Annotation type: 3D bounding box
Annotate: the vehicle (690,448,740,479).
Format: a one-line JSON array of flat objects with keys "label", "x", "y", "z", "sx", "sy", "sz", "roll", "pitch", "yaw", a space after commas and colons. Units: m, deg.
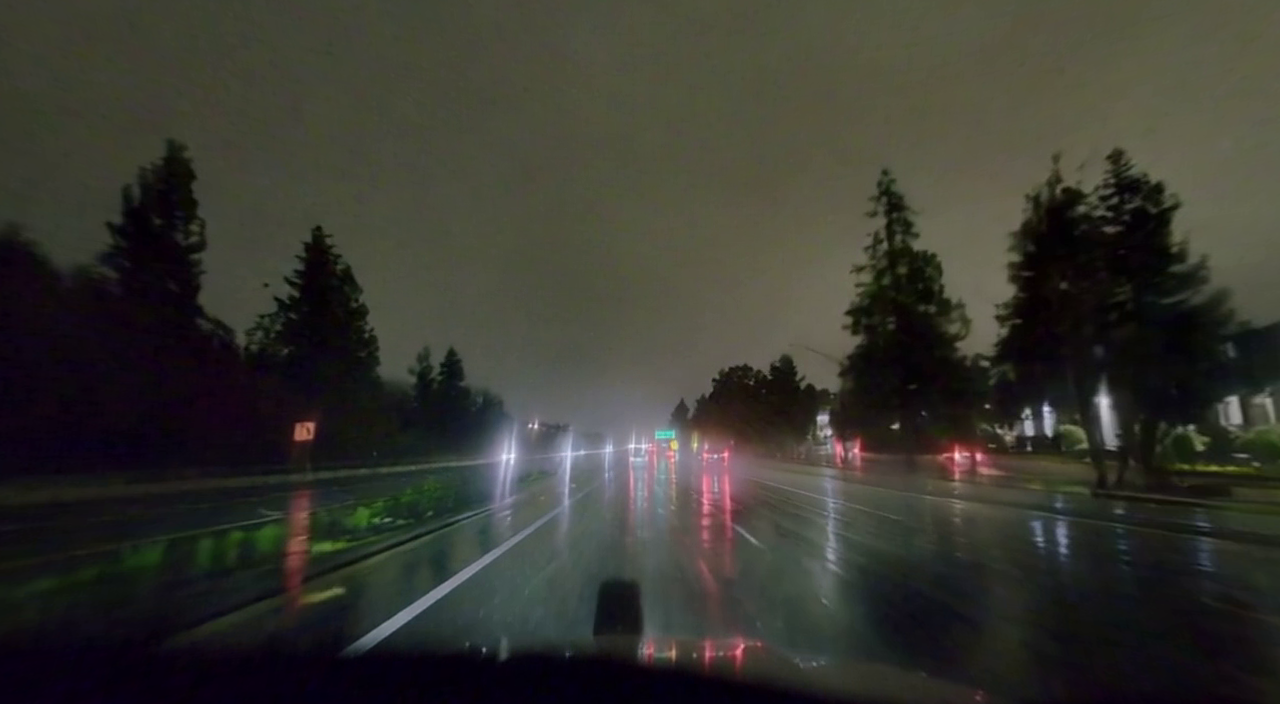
[{"label": "vehicle", "x": 3.922, "y": 5.899, "z": 33.580, "sx": 2.115, "sy": 1.522, "sz": 4.330, "roll": 0, "pitch": -9, "yaw": 0}]
